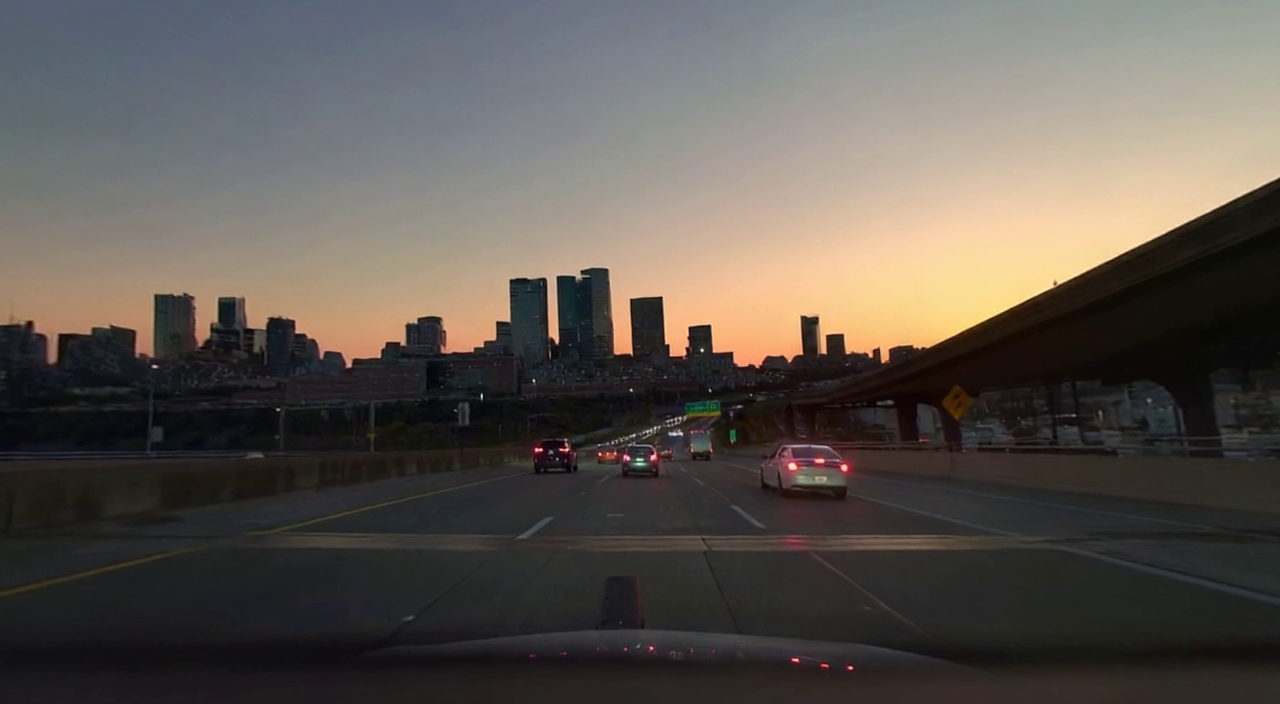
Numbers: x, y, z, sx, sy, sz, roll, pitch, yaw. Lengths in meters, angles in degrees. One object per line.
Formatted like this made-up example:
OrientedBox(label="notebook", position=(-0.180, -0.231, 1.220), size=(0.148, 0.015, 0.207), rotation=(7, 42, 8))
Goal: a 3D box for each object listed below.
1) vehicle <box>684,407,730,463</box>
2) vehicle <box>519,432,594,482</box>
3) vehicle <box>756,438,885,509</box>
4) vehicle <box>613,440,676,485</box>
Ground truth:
OrientedBox(label="vehicle", position=(5.070, 6.511, 48.914), size=(3.057, 3.993, 6.983), rotation=(0, -8, 2))
OrientedBox(label="vehicle", position=(-3.272, 4.245, 25.695), size=(2.142, 1.819, 4.648), rotation=(0, -8, 3))
OrientedBox(label="vehicle", position=(4.195, 2.870, 15.348), size=(1.974, 1.490, 3.994), rotation=(0, -8, 0))
OrientedBox(label="vehicle", position=(0.199, 3.976, 22.969), size=(2.089, 1.493, 3.964), rotation=(0, -8, 1))
